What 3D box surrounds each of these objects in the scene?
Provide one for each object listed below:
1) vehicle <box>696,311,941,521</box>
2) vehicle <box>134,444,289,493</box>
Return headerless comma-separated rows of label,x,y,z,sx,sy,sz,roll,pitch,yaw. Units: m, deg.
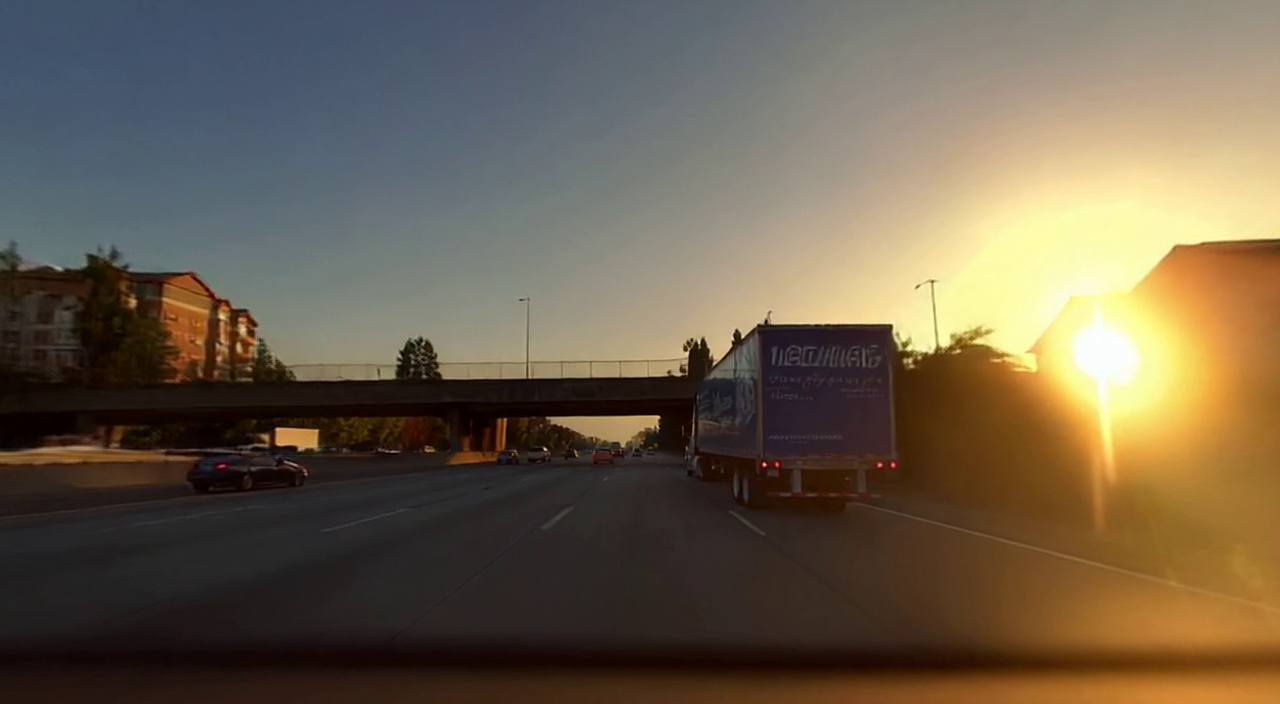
vehicle,4.140,2.367,20.090,3.140,4.100,15.551,0,-9,0
vehicle,-14.434,3.922,21.715,1.982,1.471,4.747,0,-9,0
